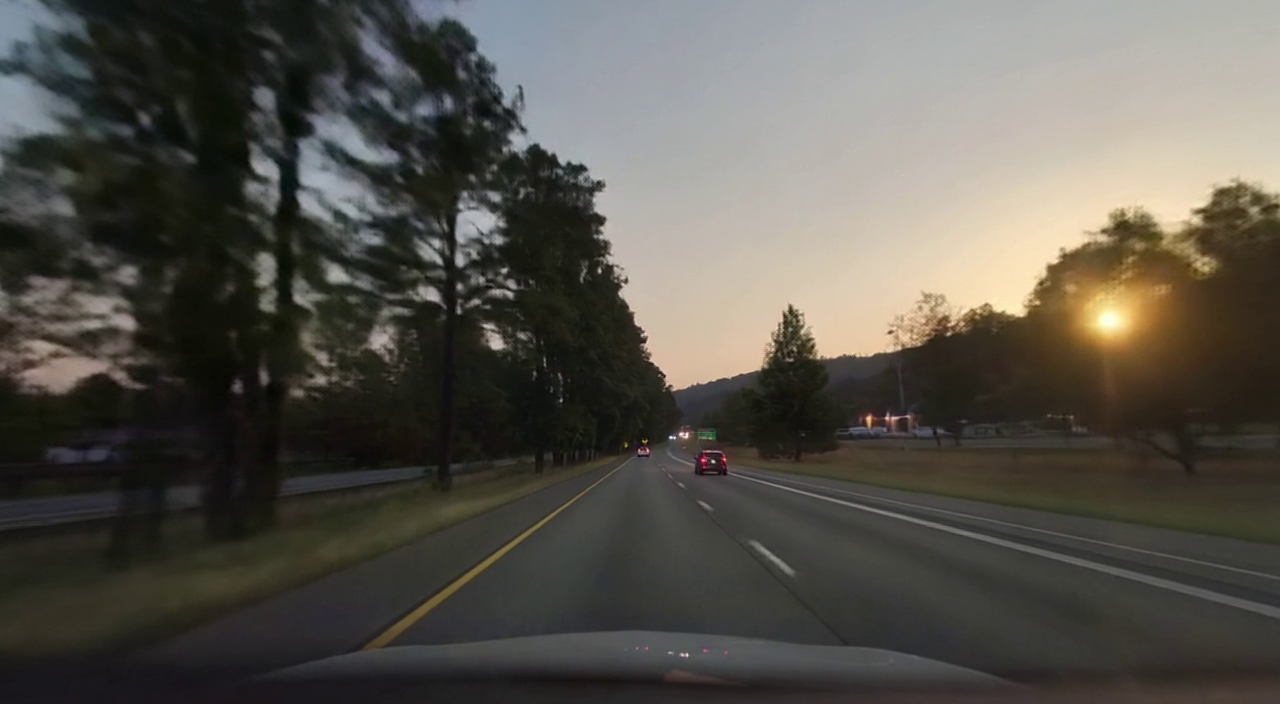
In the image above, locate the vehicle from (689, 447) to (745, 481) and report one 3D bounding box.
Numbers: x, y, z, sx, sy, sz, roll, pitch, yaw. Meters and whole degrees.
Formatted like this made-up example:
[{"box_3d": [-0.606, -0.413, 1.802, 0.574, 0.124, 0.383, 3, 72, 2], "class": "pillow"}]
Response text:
[{"box_3d": [3.605, 5.329, 30.277, 2.115, 1.522, 4.330, 0, -9, 0], "class": "vehicle"}]
